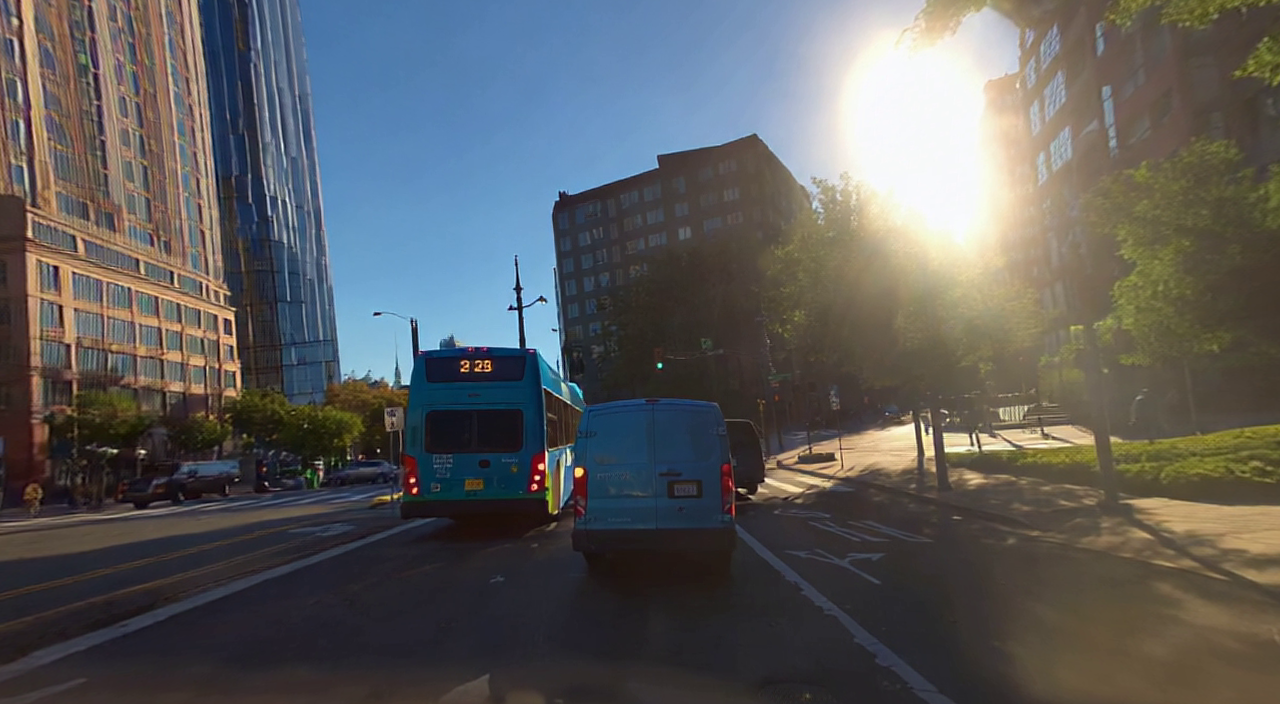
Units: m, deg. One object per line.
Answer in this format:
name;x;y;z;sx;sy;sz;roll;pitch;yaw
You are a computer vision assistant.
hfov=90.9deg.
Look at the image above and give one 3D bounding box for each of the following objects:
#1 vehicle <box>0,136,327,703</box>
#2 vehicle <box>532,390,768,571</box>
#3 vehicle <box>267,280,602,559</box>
vehicle;-2.751;0.325;0.226;2.329;2.089;5.659;0;-9;0
vehicle;0.132;1.694;8.944;2.500;1.912;4.270;0;-9;1
vehicle;-2.902;1.802;14.590;3.042;3.445;13.615;0;-9;1
